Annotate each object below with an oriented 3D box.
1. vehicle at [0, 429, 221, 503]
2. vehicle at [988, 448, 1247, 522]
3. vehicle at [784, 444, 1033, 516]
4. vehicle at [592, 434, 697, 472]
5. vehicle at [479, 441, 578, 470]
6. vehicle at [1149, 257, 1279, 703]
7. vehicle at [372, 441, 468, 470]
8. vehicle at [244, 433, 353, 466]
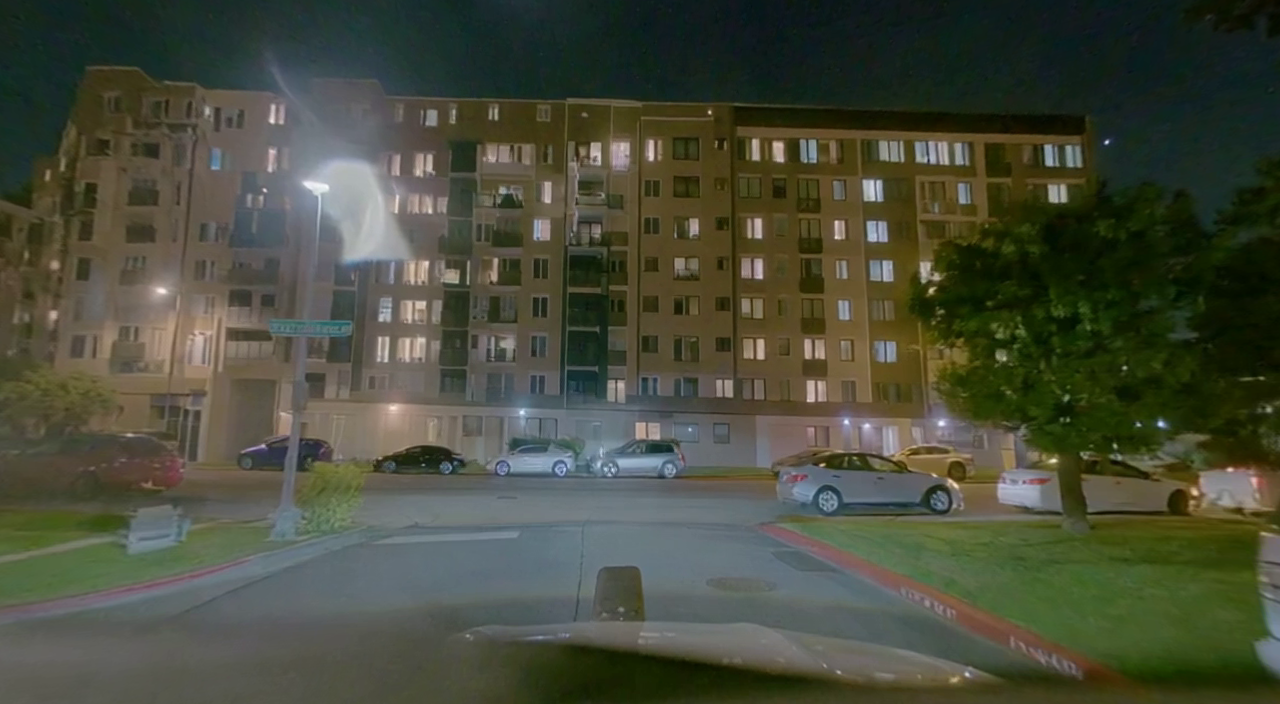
[{"bbox_3d":[-12.432,2.553,14.364,4.359,1.519,1.964,0,-8,-1],"label":"vehicle"},{"bbox_3d":[10.621,2.950,14.339,4.163,1.500,2.076,0,-8,-1],"label":"vehicle"},{"bbox_3d":[5.844,2.840,14.301,4.714,1.471,1.978,-1,-8,2],"label":"vehicle"},{"bbox_3d":[0.147,5.258,32.960,5.299,1.860,2.098,1,-8,-5],"label":"vehicle"},{"bbox_3d":[-5.706,5.376,32.843,4.851,1.339,1.785,-1,-11,-2],"label":"vehicle"},{"bbox_3d":[4.774,0.530,1.143,5.606,1.882,2.448,0,-8,-2],"label":"vehicle"},{"bbox_3d":[-11.323,5.319,32.718,4.336,1.438,1.776,0,-8,-3],"label":"vehicle"},{"bbox_3d":[-17.474,5.004,32.488,4.426,1.641,1.889,0,-8,-5],"label":"vehicle"}]
